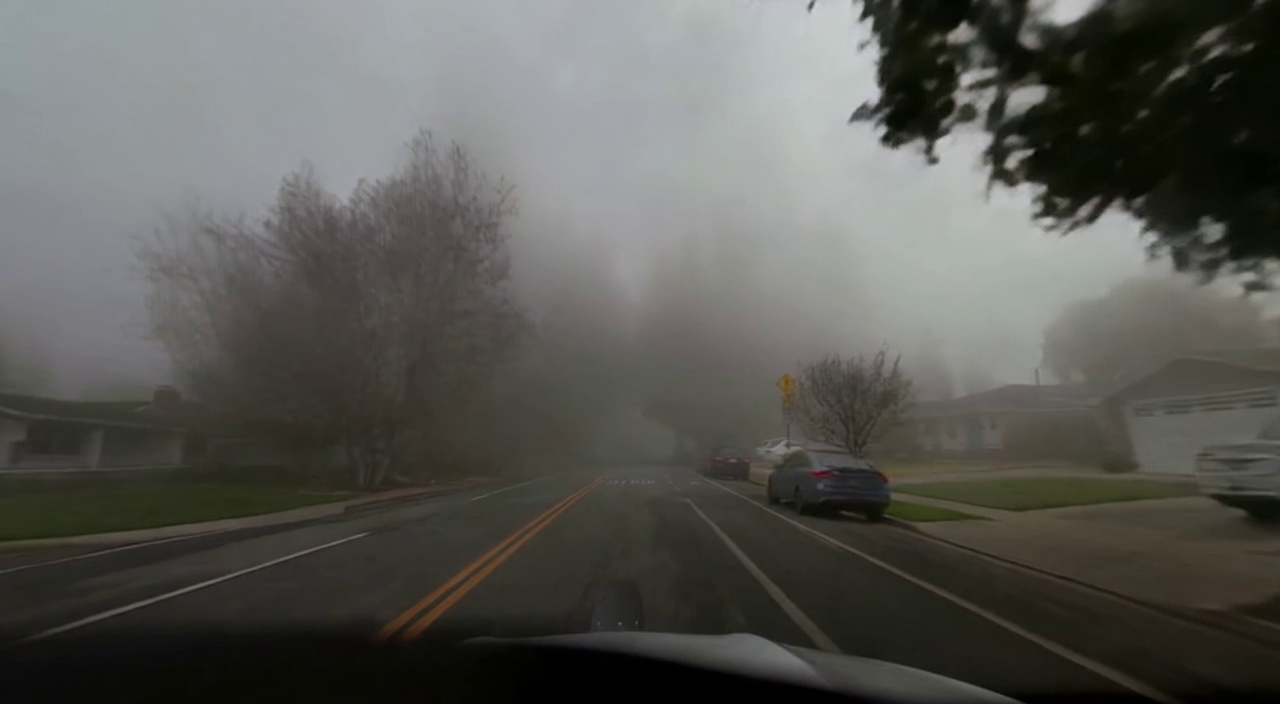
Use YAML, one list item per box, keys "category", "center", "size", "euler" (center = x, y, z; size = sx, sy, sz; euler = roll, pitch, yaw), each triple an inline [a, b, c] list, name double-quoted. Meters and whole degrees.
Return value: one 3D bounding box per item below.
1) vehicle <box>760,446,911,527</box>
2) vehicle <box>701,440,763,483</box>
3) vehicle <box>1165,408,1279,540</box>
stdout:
- category: "vehicle"
  center: [4.022, 2.814, 13.810]
  size: [1.940, 1.470, 4.101]
  euler: [0, -9, -1]
- category: "vehicle"
  center: [4.061, 4.942, 28.757]
  size: [2.032, 1.792, 4.849]
  euler: [0, -9, 0]
- category: "vehicle"
  center: [10.808, 1.615, 9.367]
  size: [4.220, 1.714, 2.070]
  euler: [-5, -8, -7]
